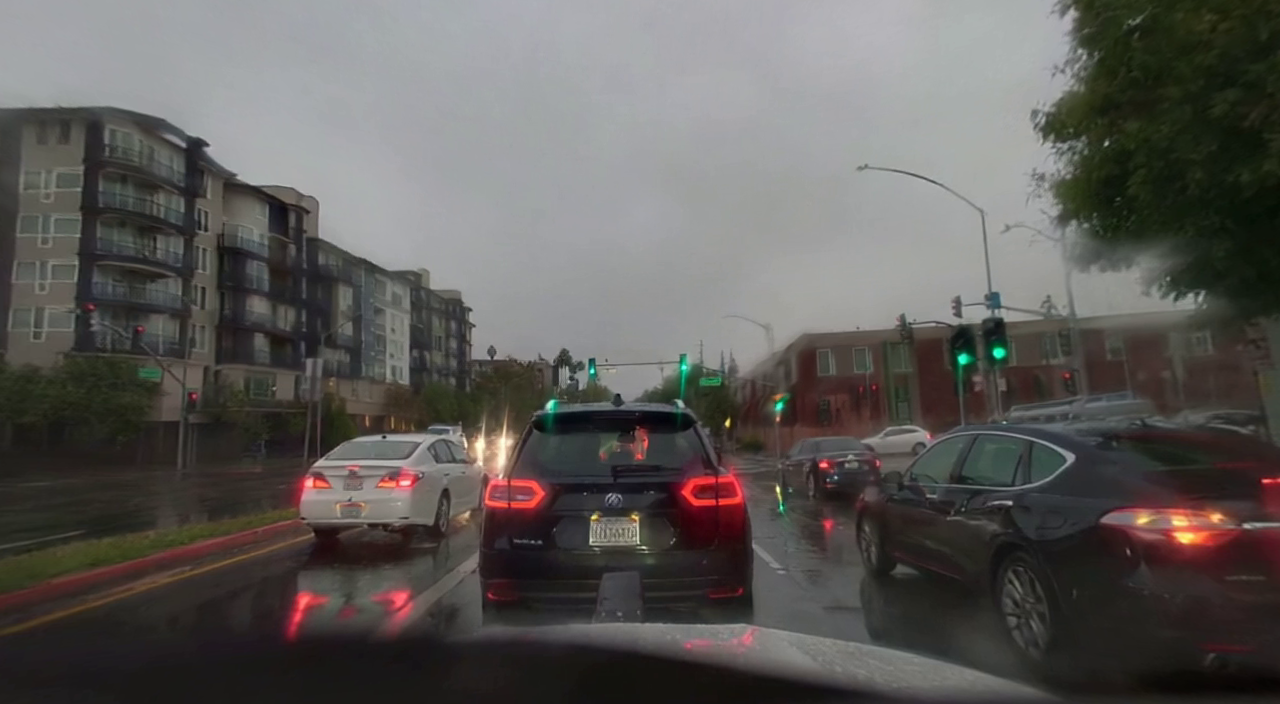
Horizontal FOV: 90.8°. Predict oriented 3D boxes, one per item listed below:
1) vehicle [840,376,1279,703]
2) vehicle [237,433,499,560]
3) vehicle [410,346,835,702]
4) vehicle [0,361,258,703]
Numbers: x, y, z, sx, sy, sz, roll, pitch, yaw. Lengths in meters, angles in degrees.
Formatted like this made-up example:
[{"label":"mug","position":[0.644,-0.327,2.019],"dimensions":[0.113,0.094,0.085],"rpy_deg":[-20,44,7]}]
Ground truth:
[{"label":"vehicle","position":[3.190,1.202,4.758],"dimensions":[1.906,1.608,4.137],"rpy_deg":[0,-8,-1]},{"label":"vehicle","position":[-3.793,2.080,9.992],"dimensions":[2.055,1.488,4.733],"rpy_deg":[0,-8,0]},{"label":"vehicle","position":[-0.101,1.273,6.049],"dimensions":[2.206,1.858,5.332],"rpy_deg":[0,-8,0]},{"label":"vehicle","position":[-3.825,0.782,1.953],"dimensions":[2.126,1.693,5.289],"rpy_deg":[0,-8,-2]}]
